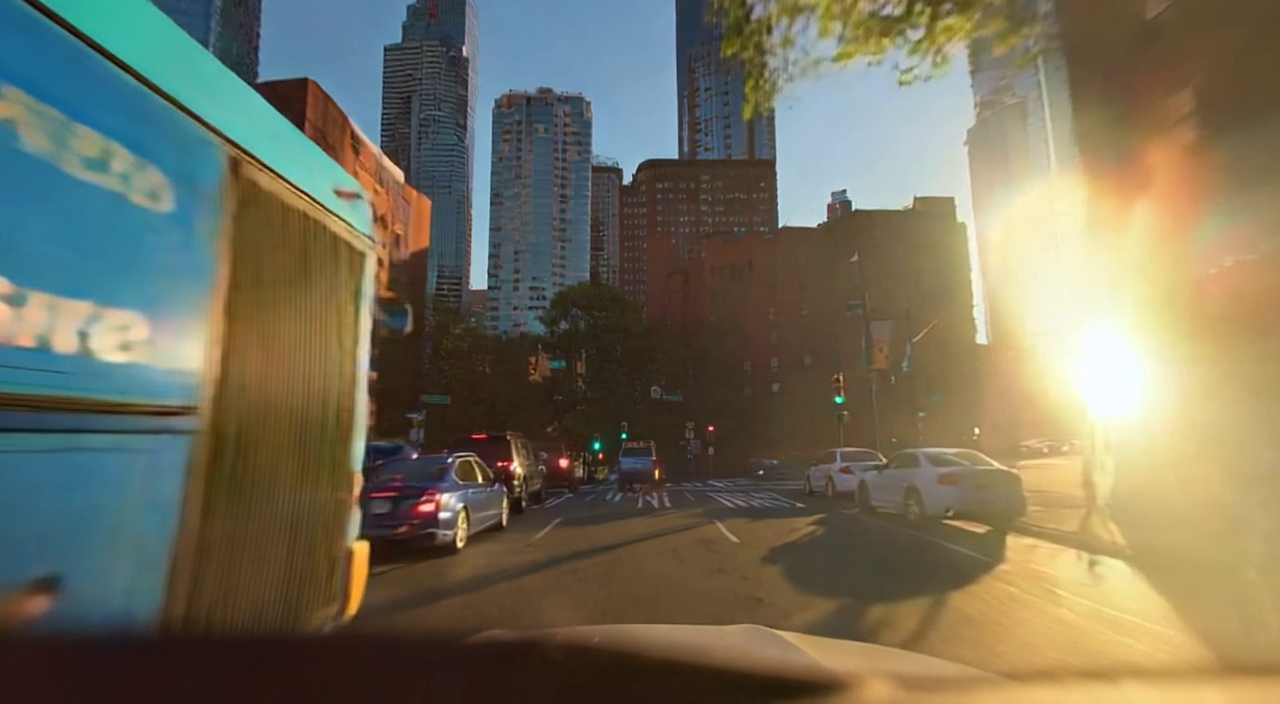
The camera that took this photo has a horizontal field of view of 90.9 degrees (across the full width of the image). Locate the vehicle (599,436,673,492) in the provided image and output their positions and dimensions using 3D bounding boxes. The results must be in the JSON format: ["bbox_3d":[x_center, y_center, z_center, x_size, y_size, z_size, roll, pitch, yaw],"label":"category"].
[{"bbox_3d":[-0.023,3.901,22.385,2.328,1.746,5.072,-1,-9,3],"label":"vehicle"}]

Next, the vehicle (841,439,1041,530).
[{"bbox_3d":[5.908,2.624,13.156,1.919,1.529,4.558,0,-9,0],"label":"vehicle"}]

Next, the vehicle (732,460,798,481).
[{"bbox_3d":[9.839,9.355,49.801,4.766,1.502,1.891,-2,-11,-1],"label":"vehicle"}]

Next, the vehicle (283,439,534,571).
[{"bbox_3d":[-2.973,2.050,9.335,1.930,1.450,4.497,0,-8,1],"label":"vehicle"}]

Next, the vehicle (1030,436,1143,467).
[{"bbox_3d":[23.755,5.298,33.669,4.598,1.519,1.994,0,-9,-5],"label":"vehicle"}]
